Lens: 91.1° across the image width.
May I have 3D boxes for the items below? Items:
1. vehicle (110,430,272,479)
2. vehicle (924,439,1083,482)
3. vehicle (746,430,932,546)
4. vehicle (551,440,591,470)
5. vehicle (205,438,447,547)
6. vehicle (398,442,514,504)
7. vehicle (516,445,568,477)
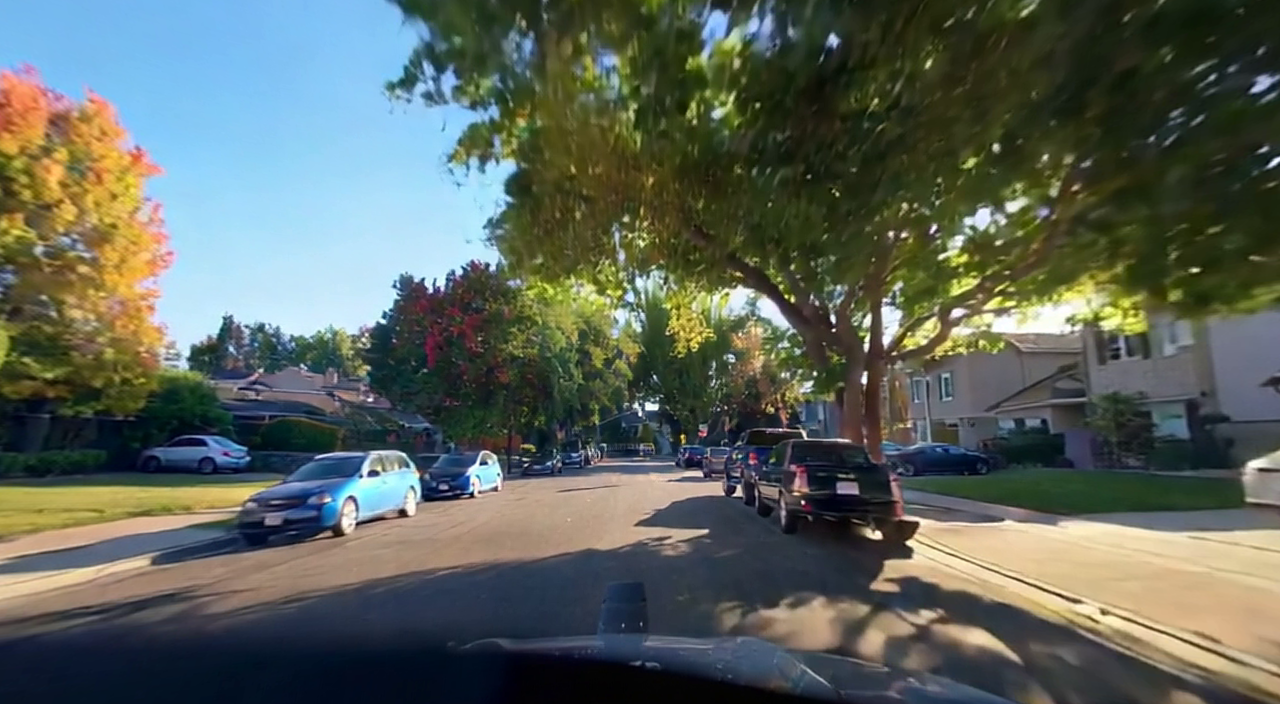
[{"bbox_3d":[-17.459,3.999,24.610,4.731,1.817,2.025,0,-9,0],"label":"vehicle"},{"bbox_3d":[13.741,4.119,23.984,4.775,1.514,1.986,0,-9,1],"label":"vehicle"},{"bbox_3d":[3.199,2.276,11.231,1.914,1.631,4.558,0,-9,1],"label":"vehicle"},{"bbox_3d":[-4.686,7.112,43.592,2.162,1.857,4.758,2,-8,1],"label":"vehicle"},{"bbox_3d":[-5.410,2.446,11.704,1.899,1.538,4.611,1,-9,3],"label":"vehicle"},{"bbox_3d":[-5.259,3.483,18.665,1.895,1.530,4.496,1,-8,2],"label":"vehicle"},{"bbox_3d":[-5.164,5.771,33.570,1.872,1.515,4.535,1,-8,2],"label":"vehicle"}]
